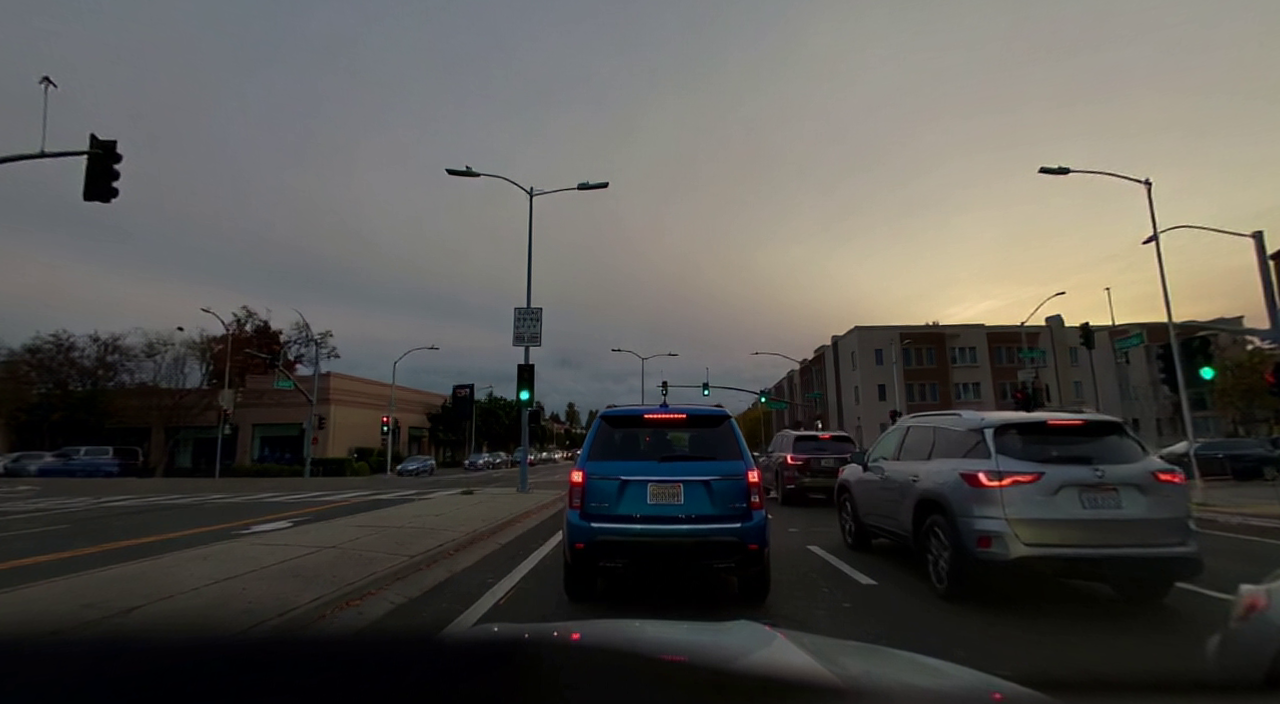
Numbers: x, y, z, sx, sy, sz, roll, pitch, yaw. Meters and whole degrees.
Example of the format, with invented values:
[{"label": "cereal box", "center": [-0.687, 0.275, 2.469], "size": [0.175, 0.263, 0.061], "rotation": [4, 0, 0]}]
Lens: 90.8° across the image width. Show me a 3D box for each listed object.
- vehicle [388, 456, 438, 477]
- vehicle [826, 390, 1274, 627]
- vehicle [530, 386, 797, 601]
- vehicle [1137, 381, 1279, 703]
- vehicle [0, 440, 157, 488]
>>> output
[{"label": "vehicle", "center": [-17.228, 8.672, 48.131], "size": [1.872, 1.477, 3.981], "rotation": [-1, -9, 8]}, {"label": "vehicle", "center": [3.605, 1.458, 6.804], "size": [2.018, 1.701, 4.288], "rotation": [0, -9, 2]}, {"label": "vehicle", "center": [0.248, 1.548, 7.722], "size": [2.292, 1.840, 4.394], "rotation": [0, -9, 1]}, {"label": "vehicle", "center": [3.103, 0.579, 0.241], "size": [2.056, 1.516, 4.776], "rotation": [0, -9, 2]}, {"label": "vehicle", "center": [-24.553, 4.849, 27.547], "size": [5.062, 1.946, 2.243], "rotation": [0, -9, -1]}]
